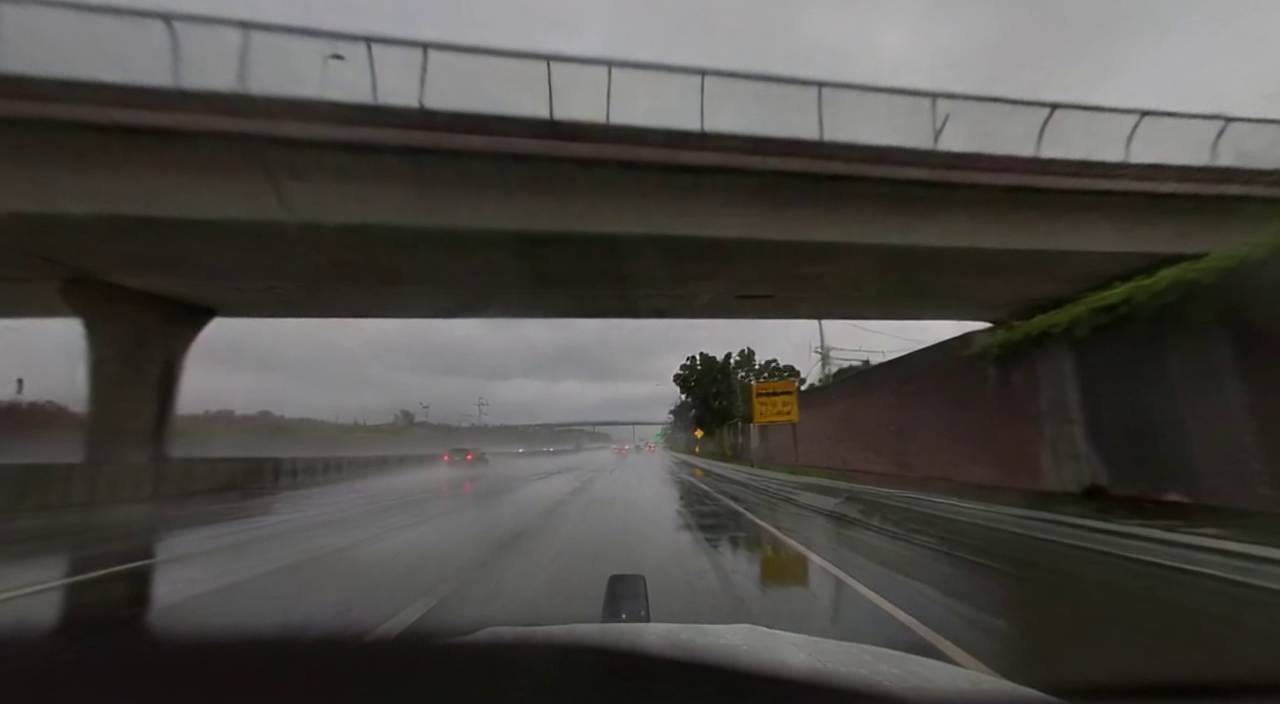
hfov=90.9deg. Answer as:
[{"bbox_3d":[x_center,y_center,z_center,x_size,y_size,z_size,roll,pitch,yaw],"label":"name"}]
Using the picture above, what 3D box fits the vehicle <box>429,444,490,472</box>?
[{"bbox_3d":[-10.143,5.980,35.844,2.056,1.476,4.562,0,-8,1],"label":"vehicle"}]
